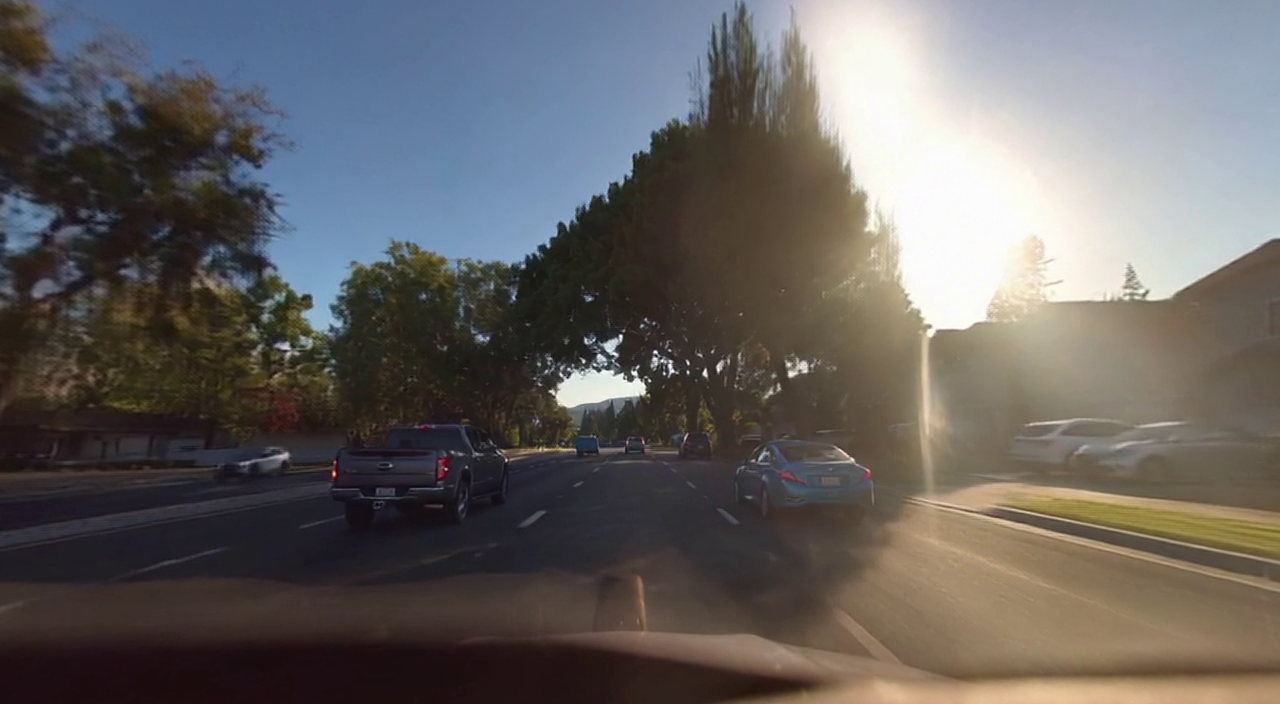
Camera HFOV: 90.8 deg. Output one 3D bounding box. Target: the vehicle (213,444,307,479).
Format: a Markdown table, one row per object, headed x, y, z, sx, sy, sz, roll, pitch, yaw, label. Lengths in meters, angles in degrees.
| x | y | z | sx | sy | sz | roll | pitch | yaw | label |
| --- | --- | --- | --- | --- | --- | --- | --- | --- | --- |
| -18.318 | 5.246 | 30.691 | 1.841 | 1.554 | 4.260 | 0 | -8 | 1 | vehicle |

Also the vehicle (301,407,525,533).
| x | y | z | sx | sy | sz | roll | pitch | yaw | label |
| --- | --- | --- | --- | --- | --- | --- | --- | --- | --- |
| -3.644 | 2.008 | 11.489 | 2.111 | 1.745 | 5.274 | 0 | -8 | 0 | vehicle |

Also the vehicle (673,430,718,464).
| x | y | z | sx | sy | sz | roll | pitch | yaw | label |
| --- | --- | --- | --- | --- | --- | --- | --- | --- | --- |
| 3.154 | 5.489 | 36.818 | 2.099 | 1.845 | 4.363 | 0 | -8 | -2 | vehicle |

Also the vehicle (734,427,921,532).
| x | y | z | sx | sy | sz | roll | pitch | yaw | label |
| --- | --- | --- | --- | --- | --- | --- | --- | --- | --- |
| 2.952 | 2.091 | 11.032 | 1.884 | 1.463 | 4.195 | 0 | -8 | -1 | vehicle |

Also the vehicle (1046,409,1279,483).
| x | y | z | sx | sy | sz | roll | pitch | yaw | label |
| --- | --- | --- | --- | --- | --- | --- | --- | --- | --- |
| 14.033 | 2.529 | 17.112 | 4.647 | 1.841 | 2.009 | 0 | -8 | -2 | vehicle |

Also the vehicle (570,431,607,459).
| x | y | z | sx | sy | sz | roll | pitch | yaw | label |
| --- | --- | --- | --- | --- | --- | --- | --- | --- | --- |
| -3.517 | 6.452 | 44.000 | 2.218 | 1.829 | 4.492 | 0 | -8 | 0 | vehicle |
